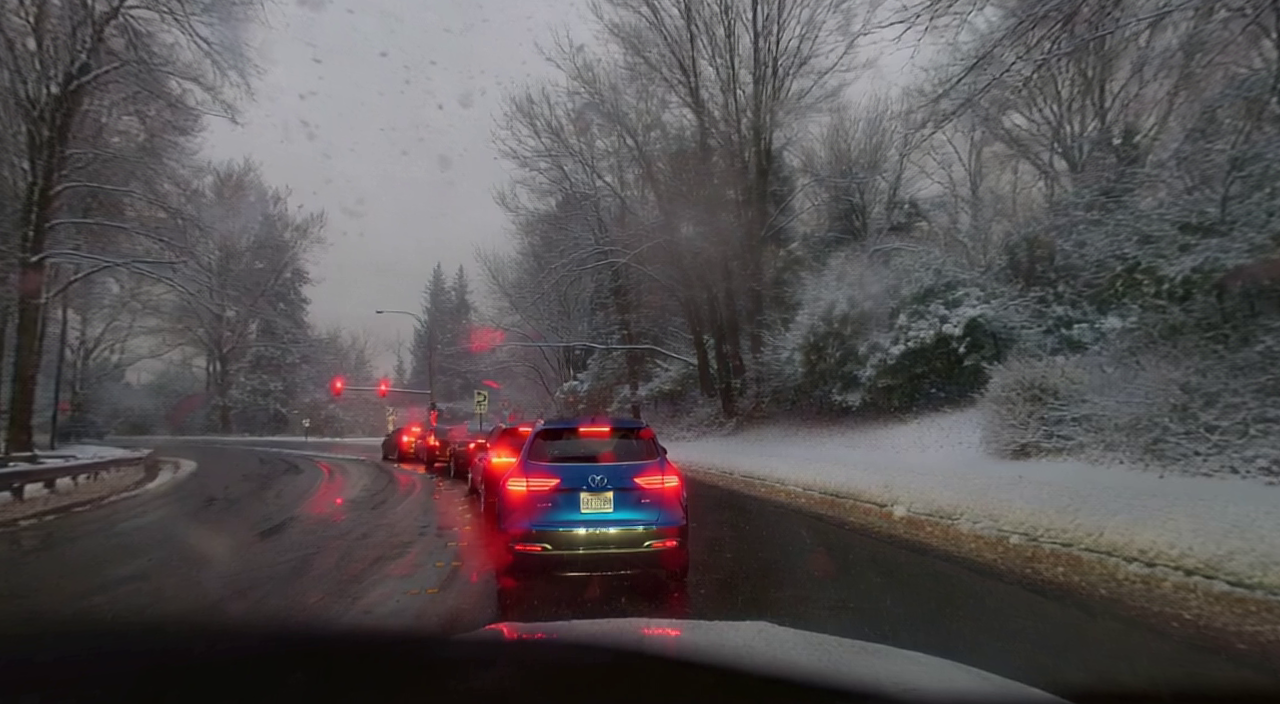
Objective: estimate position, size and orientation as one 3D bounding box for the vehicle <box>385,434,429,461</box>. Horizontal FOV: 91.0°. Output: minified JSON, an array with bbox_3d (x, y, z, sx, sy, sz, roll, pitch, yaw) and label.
[{"bbox_3d":[-13.738,5.588,36.902,1.863,1.488,4.426,4,-9,-26],"label":"vehicle"}]

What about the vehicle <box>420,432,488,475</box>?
[{"bbox_3d":[-7.296,3.921,24.492,1.902,1.536,3.662,4,-9,-25],"label":"vehicle"}]

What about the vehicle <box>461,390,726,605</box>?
[{"bbox_3d":[-0.681,1.453,7.195,2.134,1.671,4.147,1,-8,-10],"label":"vehicle"}]
